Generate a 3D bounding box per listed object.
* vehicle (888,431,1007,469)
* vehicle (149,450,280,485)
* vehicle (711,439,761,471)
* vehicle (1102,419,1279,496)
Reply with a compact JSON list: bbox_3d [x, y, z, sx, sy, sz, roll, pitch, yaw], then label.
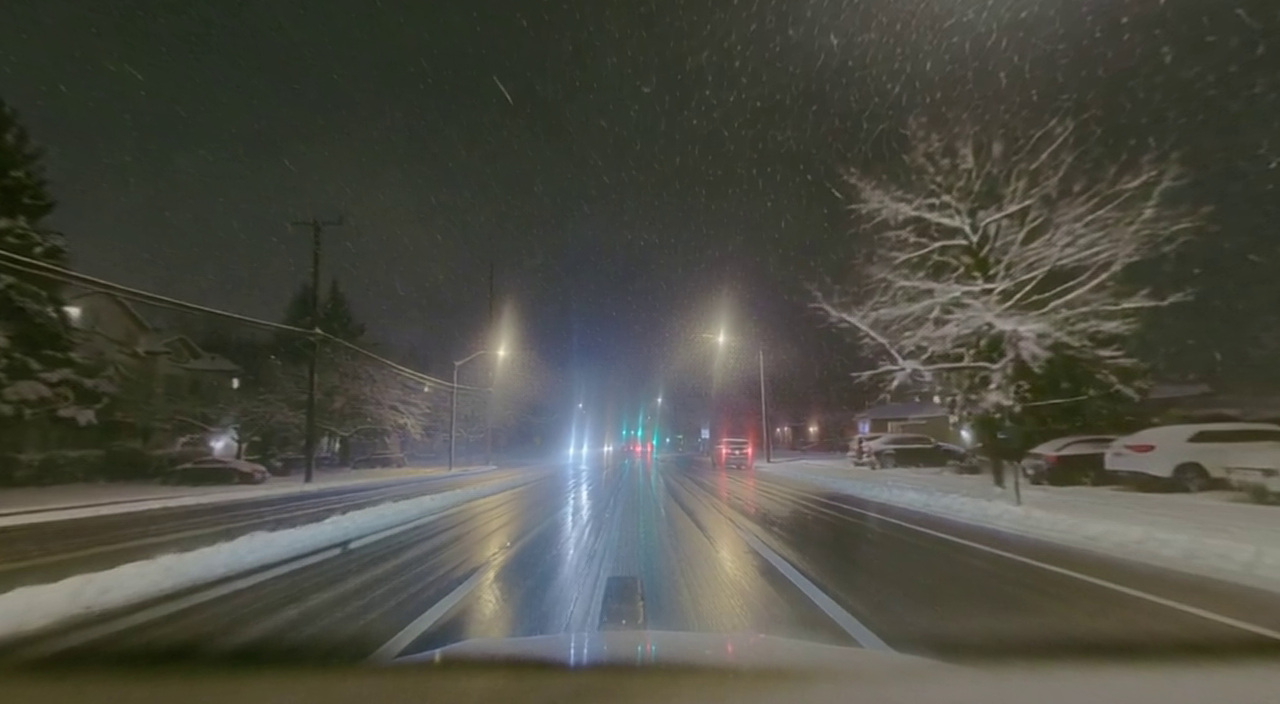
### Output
[{"bbox_3d":[14.068,4.509,28.926,4.399,1.663,1.970,0,-8,1],"label":"vehicle"},{"bbox_3d":[-19.063,5.190,28.241,4.500,1.482,1.916,0,-9,1],"label":"vehicle"},{"bbox_3d":[5.625,6.121,37.486,2.114,1.799,4.960,0,-9,-1],"label":"vehicle"},{"bbox_3d":[13.985,2.495,15.045,4.319,1.677,1.985,1,-9,-6],"label":"vehicle"}]
